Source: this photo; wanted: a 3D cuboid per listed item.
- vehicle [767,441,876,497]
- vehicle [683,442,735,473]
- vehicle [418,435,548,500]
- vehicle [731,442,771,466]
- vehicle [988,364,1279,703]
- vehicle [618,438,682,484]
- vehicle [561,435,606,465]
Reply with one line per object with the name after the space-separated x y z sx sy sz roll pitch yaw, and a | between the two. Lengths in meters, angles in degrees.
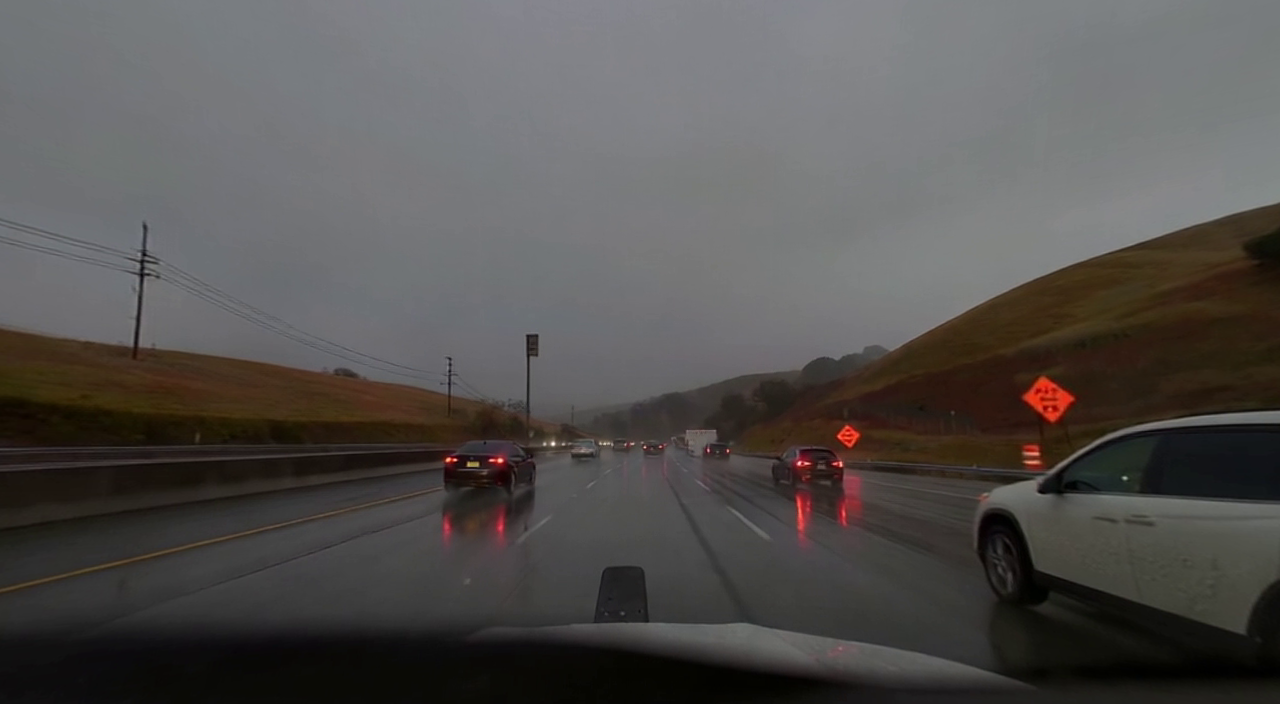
5.263 3.413 18.916 1.867 1.465 4.093 0 -8 -3 | vehicle
3.505 5.408 32.617 2.177 1.453 4.205 0 -8 0 | vehicle
-3.834 2.905 16.296 2.232 1.438 4.163 0 -8 1 | vehicle
8.170 7.520 46.832 2.042 1.684 4.609 0 -8 0 | vehicle
3.848 0.885 2.743 2.018 1.670 4.658 0 -8 0 | vehicle
0.340 3.935 23.121 2.138 1.473 4.392 0 -8 0 | vehicle
-3.289 5.817 37.665 2.234 1.675 4.527 0 -8 1 | vehicle
